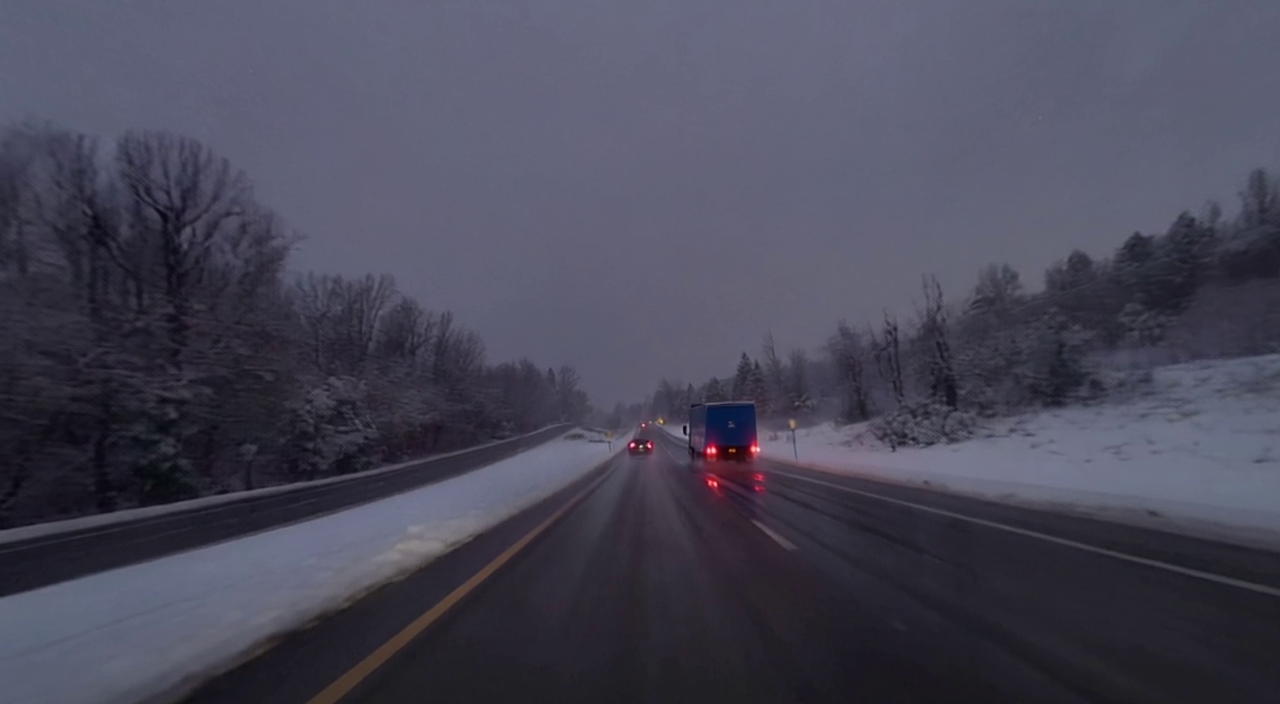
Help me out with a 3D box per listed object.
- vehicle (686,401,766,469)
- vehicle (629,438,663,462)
[{"bbox_3d":[4.361,4.534,33.755,3.015,3.211,7.982,0,-9,-1],"label":"vehicle"},{"bbox_3d":[0.412,6.673,42.917,2.170,1.544,4.373,0,-9,0],"label":"vehicle"}]
